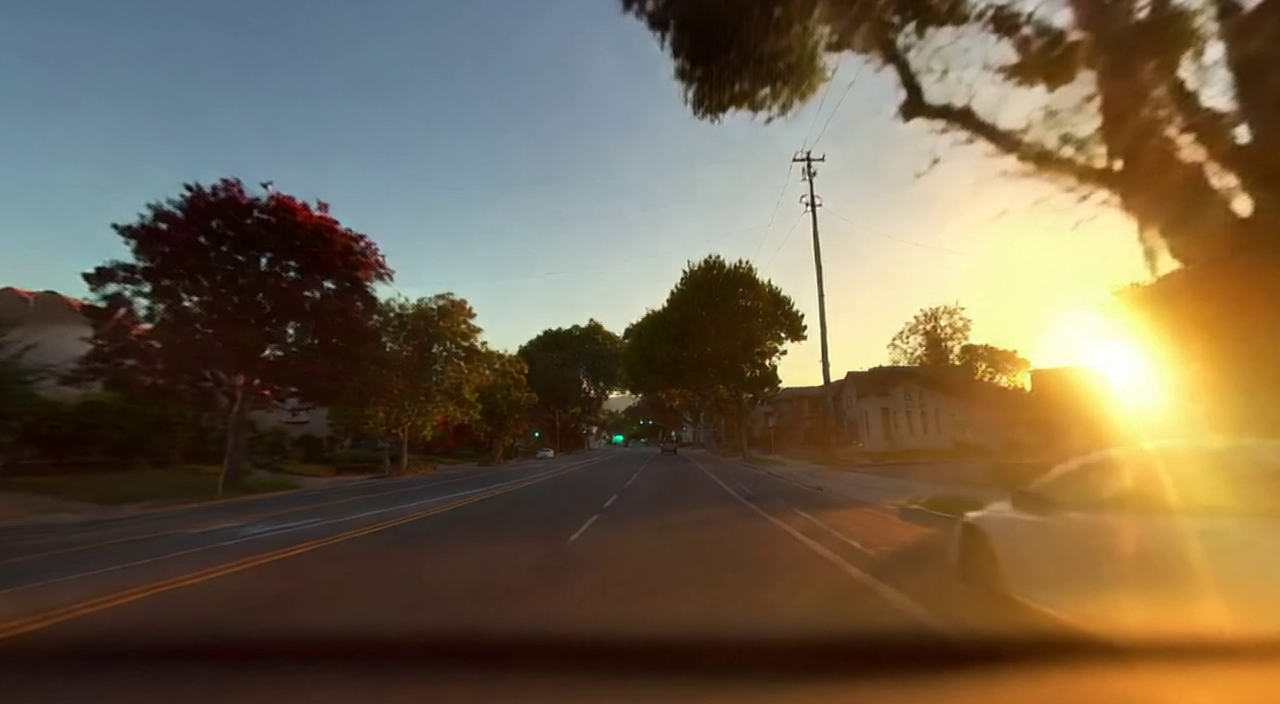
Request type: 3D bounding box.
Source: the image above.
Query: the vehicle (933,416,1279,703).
[{"bbox_3d":[3.618,1.098,3.285,1.993,1.457,4.599,0,-8,0],"label":"vehicle"}]
